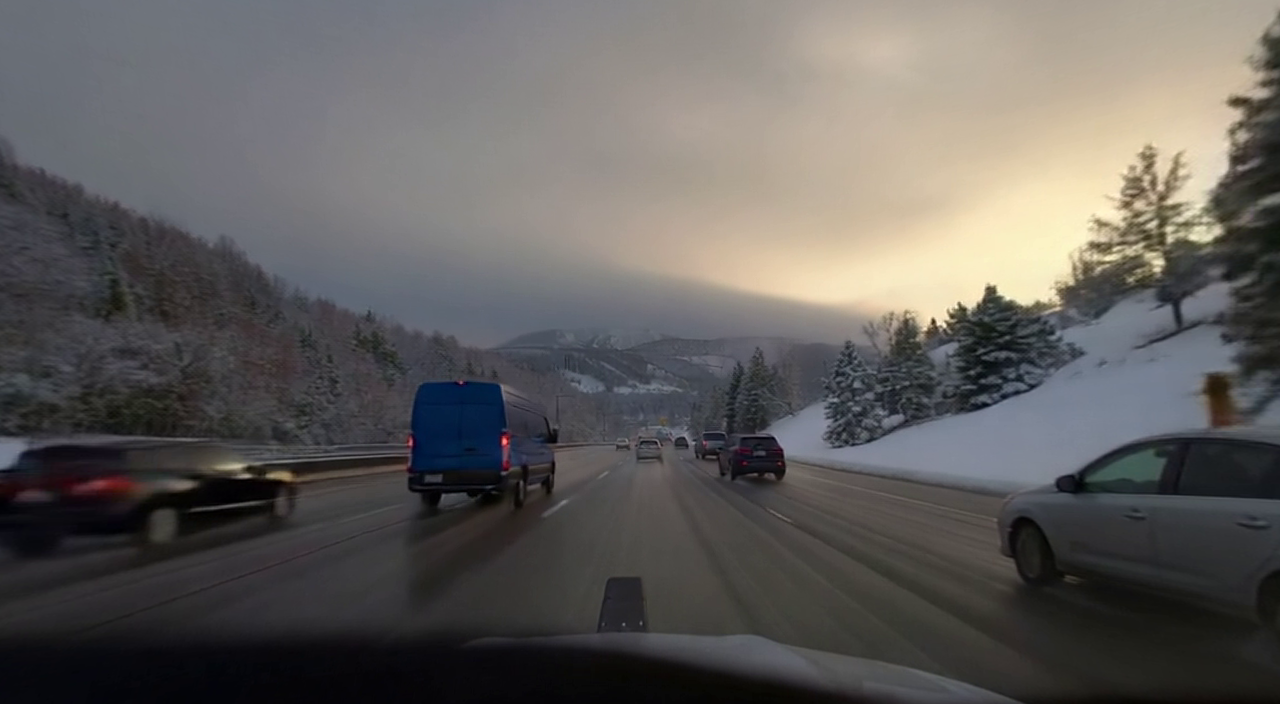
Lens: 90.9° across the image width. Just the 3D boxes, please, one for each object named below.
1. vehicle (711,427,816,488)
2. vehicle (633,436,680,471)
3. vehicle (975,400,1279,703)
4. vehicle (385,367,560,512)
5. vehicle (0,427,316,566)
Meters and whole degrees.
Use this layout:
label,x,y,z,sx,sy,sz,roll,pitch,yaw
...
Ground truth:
label,x,y,z,sx,sy,sz,roll,pitch,yaw
vehicle,3.693,3.249,19.711,2.270,1.660,4.101,0,-8,-2
vehicle,0.715,4.743,29.670,2.054,1.504,3.890,0,-8,0
vehicle,4.193,1.060,3.650,2.050,1.491,4.362,0,-8,-1
vehicle,-3.465,2.031,14.622,2.396,2.664,5.735,-1,-8,1
vehicle,-6.865,1.900,9.087,1.964,1.487,4.417,-1,-8,1
